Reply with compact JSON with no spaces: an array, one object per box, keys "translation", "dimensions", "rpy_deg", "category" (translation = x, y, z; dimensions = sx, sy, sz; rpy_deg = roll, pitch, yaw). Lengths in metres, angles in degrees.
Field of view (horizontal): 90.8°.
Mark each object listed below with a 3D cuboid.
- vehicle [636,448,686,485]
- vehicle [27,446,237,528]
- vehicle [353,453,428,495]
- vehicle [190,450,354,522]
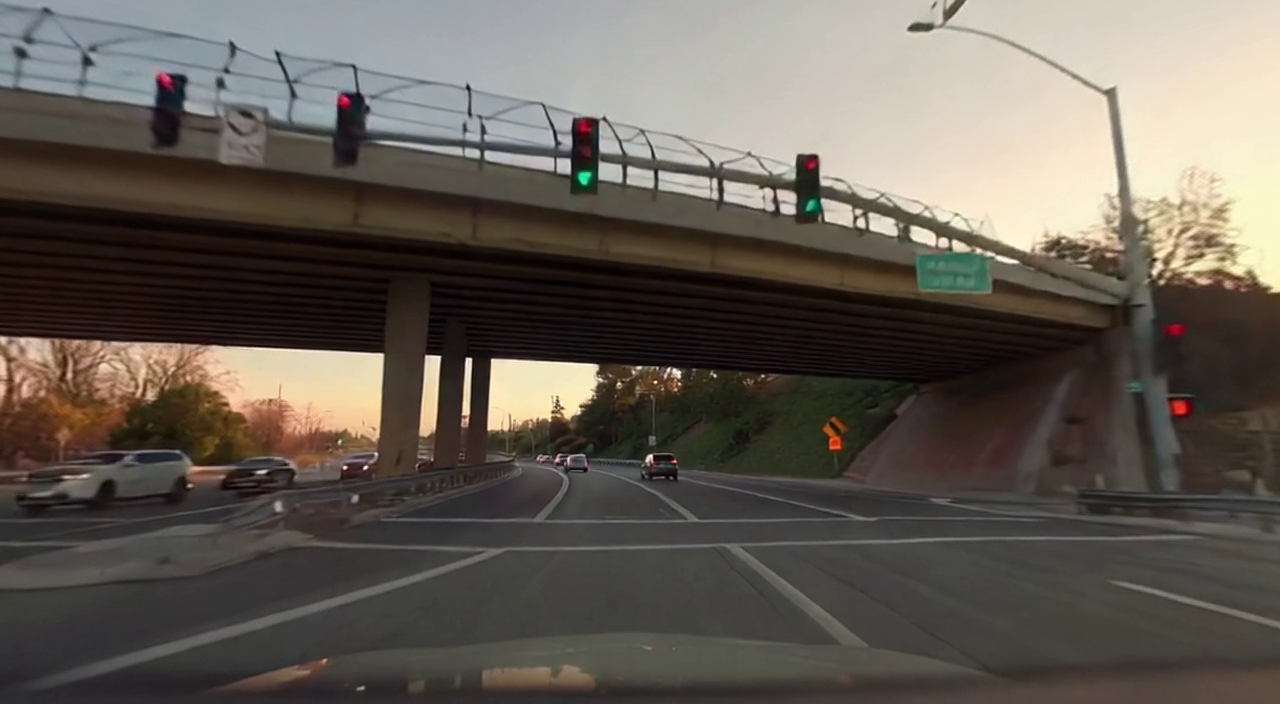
[{"translation":[1.007,5.824,32.432],"dimensions":[2.024,1.724,3.928],"rpy_deg":[1,-9,-6],"category":"vehicle"},{"translation":[-12.619,3.302,16.197],"dimensions":[1.989,1.619,4.612],"rpy_deg":[1,-7,-7],"category":"vehicle"},{"translation":[-10.119,4.928,25.875],"dimensions":[1.722,1.519,3.826],"rpy_deg":[0,-9,-4],"category":"vehicle"},{"translation":[-9.683,3.502,17.129],"dimensions":[1.961,1.492,4.479],"rpy_deg":[0,-7,-3],"category":"vehicle"}]
